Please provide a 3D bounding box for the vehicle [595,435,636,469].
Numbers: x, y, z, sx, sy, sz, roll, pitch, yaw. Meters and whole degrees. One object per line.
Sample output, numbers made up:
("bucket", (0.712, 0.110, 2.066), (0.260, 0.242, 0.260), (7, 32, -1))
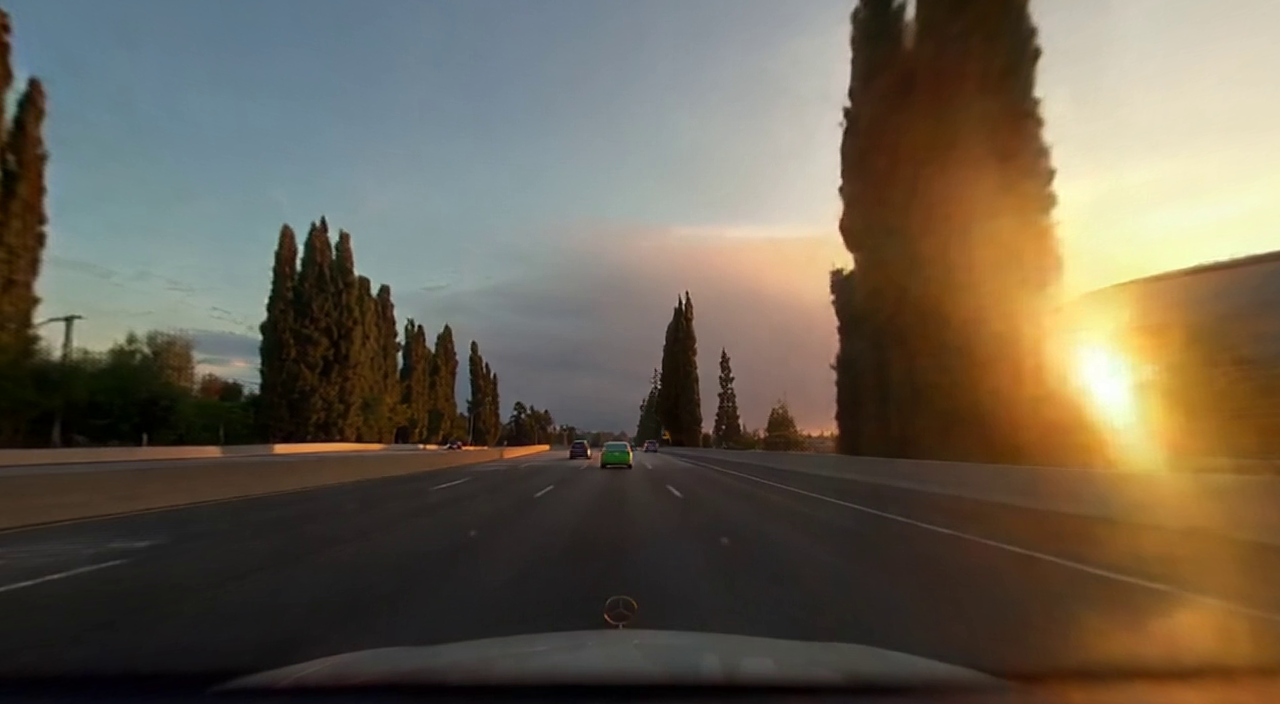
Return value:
("vehicle", (-1.423, 5.911, 37.349), (2.302, 1.810, 4.707), (0, -9, -2))
